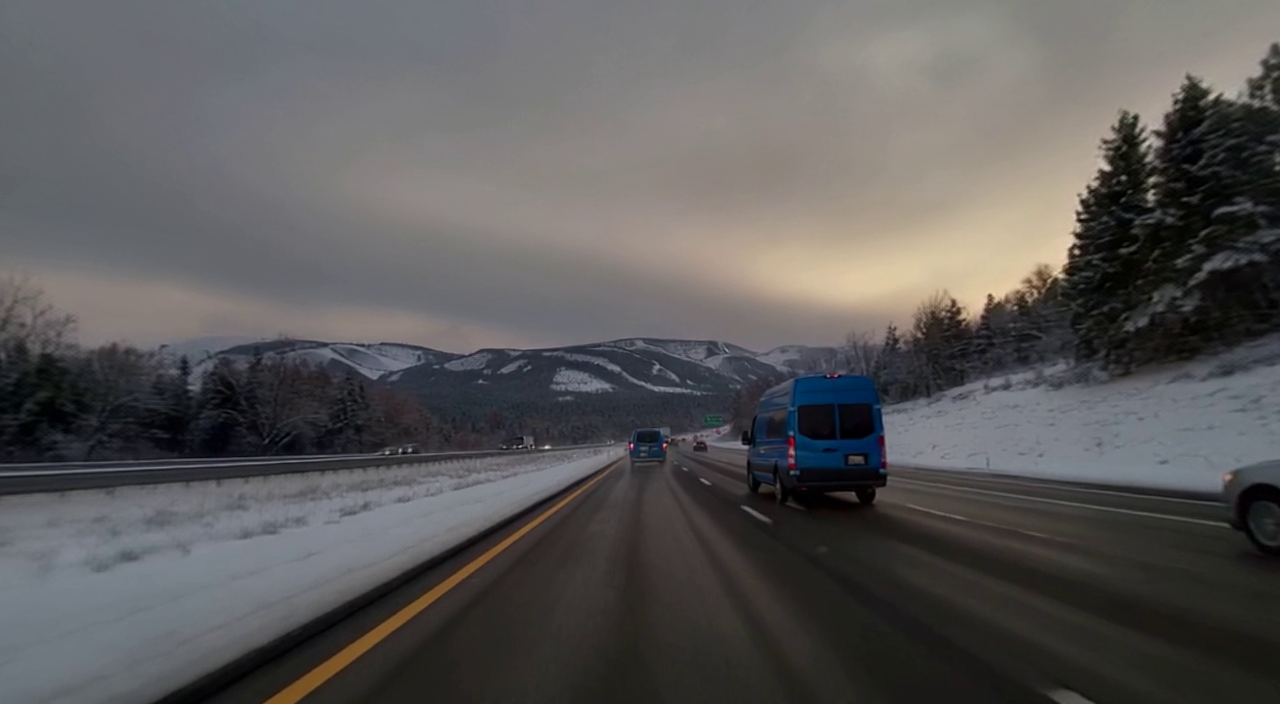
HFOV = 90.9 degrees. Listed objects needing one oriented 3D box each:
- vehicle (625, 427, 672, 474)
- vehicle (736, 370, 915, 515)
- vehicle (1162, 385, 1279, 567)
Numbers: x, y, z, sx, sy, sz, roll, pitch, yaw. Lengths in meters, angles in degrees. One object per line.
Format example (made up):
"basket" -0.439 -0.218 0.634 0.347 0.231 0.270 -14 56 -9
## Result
"vehicle" 0.391 4.794 30.862 2.131 2.122 4.473 0 -8 0
"vehicle" 3.893 2.117 14.791 2.302 2.670 6.176 0 -8 0
"vehicle" 7.946 1.174 5.714 2.240 1.925 4.854 0 -8 0
